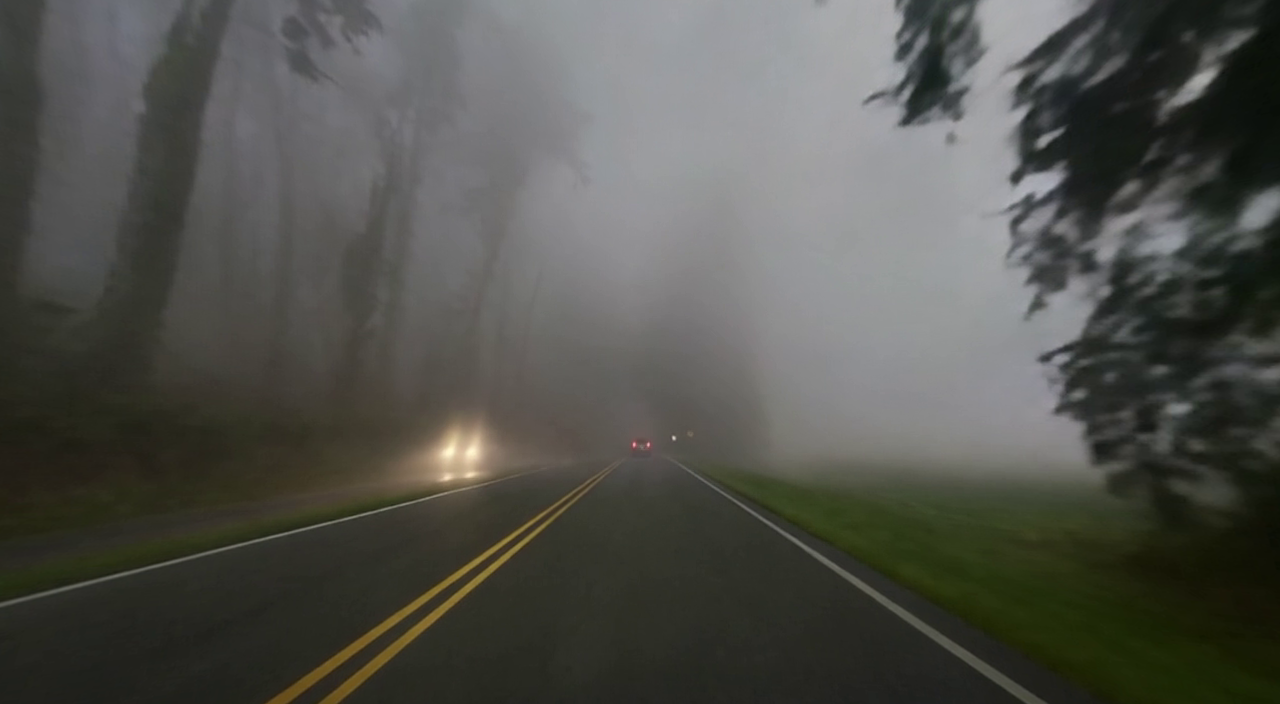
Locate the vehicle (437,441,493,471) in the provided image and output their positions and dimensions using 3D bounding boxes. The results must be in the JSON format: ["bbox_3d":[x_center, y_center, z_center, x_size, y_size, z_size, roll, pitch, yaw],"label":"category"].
[{"bbox_3d":[-10.449,6.246,38.048,1.953,1.670,4.511,-1,-8,2],"label":"vehicle"}]
